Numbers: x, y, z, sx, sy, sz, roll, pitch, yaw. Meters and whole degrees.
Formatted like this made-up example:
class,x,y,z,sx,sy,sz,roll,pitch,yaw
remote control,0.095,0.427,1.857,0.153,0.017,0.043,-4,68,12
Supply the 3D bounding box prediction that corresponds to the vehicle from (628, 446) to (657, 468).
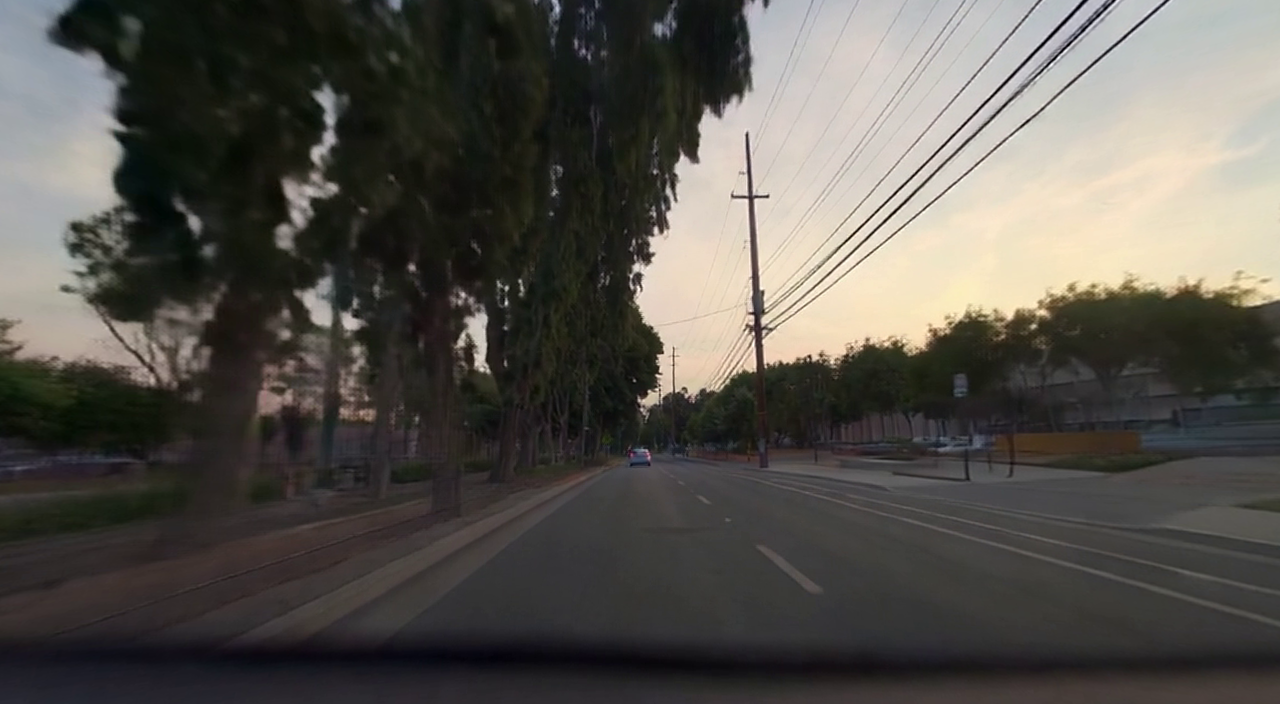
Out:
class,x,y,z,sx,sy,sz,roll,pitch,yaw
vehicle,0.166,7.834,47.309,2.109,1.501,4.042,1,-8,0
